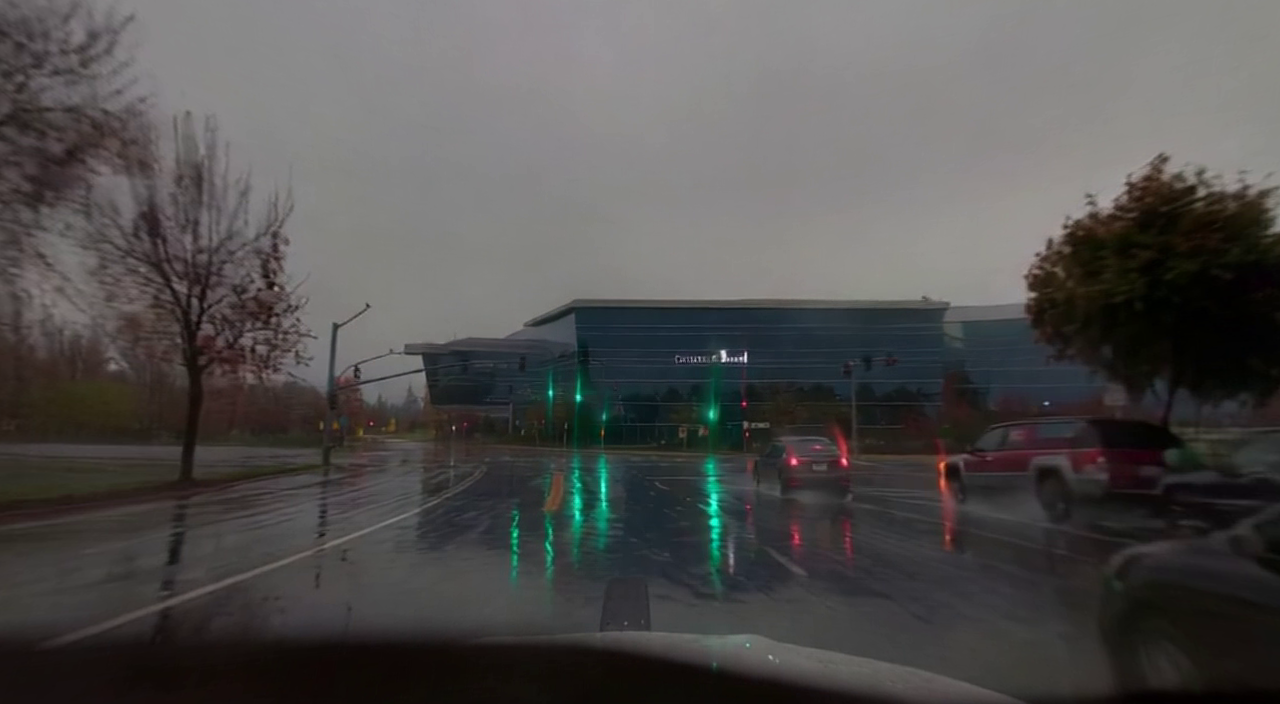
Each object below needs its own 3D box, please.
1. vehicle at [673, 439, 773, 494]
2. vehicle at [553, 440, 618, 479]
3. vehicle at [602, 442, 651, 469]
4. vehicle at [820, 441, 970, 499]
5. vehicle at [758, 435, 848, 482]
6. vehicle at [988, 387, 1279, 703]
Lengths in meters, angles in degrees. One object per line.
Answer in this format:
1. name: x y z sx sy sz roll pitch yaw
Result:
1. vehicle: 2.412 3.485 19.621 1.984 1.476 4.488 1 -8 -8
2. vehicle: -2.484 4.634 27.594 2.308 1.535 4.811 2 -9 -11
3. vehicle: -0.882 6.048 37.150 1.957 1.463 4.701 2 -9 -13
4. vehicle: 7.087 3.301 18.147 1.903 1.432 4.514 1 -8 -8
5. vehicle: 6.077 4.020 24.082 1.825 1.646 4.070 1 -9 -9
6. vehicle: 3.203 0.778 1.507 2.280 1.472 4.426 0 -8 1
